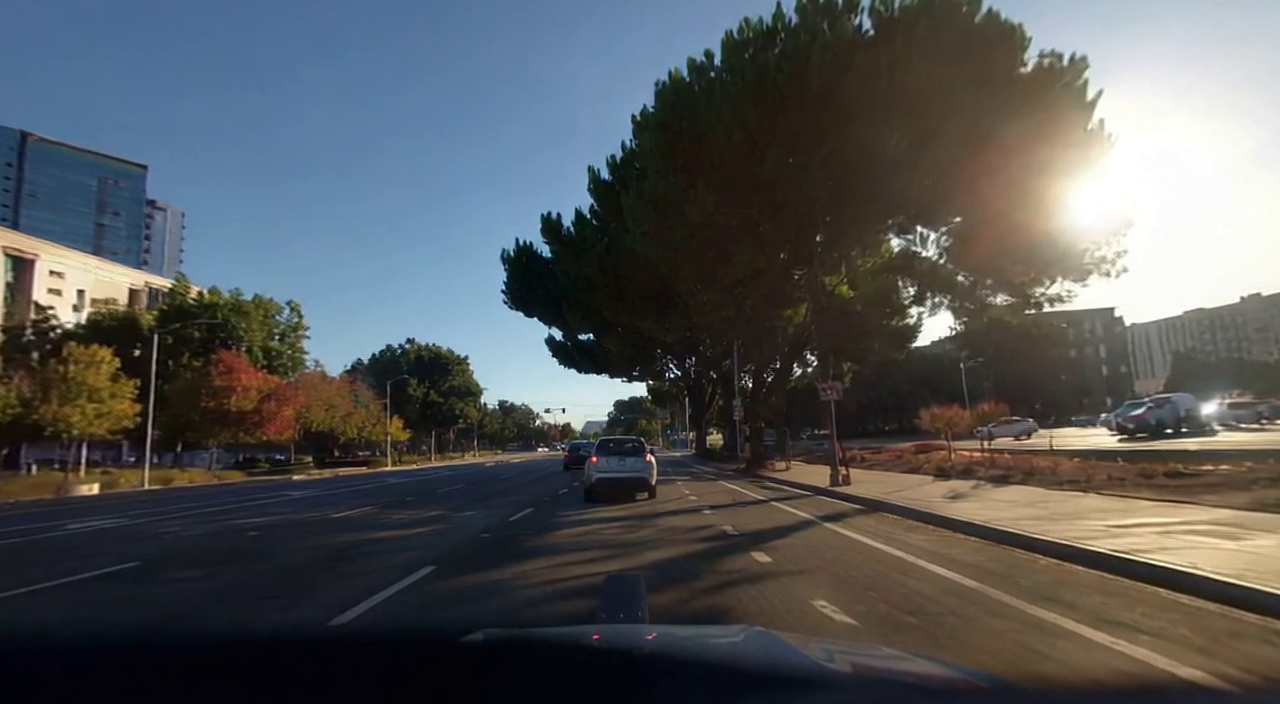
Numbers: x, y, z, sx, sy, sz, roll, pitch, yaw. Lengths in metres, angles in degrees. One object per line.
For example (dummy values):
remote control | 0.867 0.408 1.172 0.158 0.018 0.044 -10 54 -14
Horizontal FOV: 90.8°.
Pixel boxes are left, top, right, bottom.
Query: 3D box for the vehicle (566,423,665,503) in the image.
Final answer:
vehicle | -0.528 2.707 15.705 2.130 1.711 4.038 0 -9 0
